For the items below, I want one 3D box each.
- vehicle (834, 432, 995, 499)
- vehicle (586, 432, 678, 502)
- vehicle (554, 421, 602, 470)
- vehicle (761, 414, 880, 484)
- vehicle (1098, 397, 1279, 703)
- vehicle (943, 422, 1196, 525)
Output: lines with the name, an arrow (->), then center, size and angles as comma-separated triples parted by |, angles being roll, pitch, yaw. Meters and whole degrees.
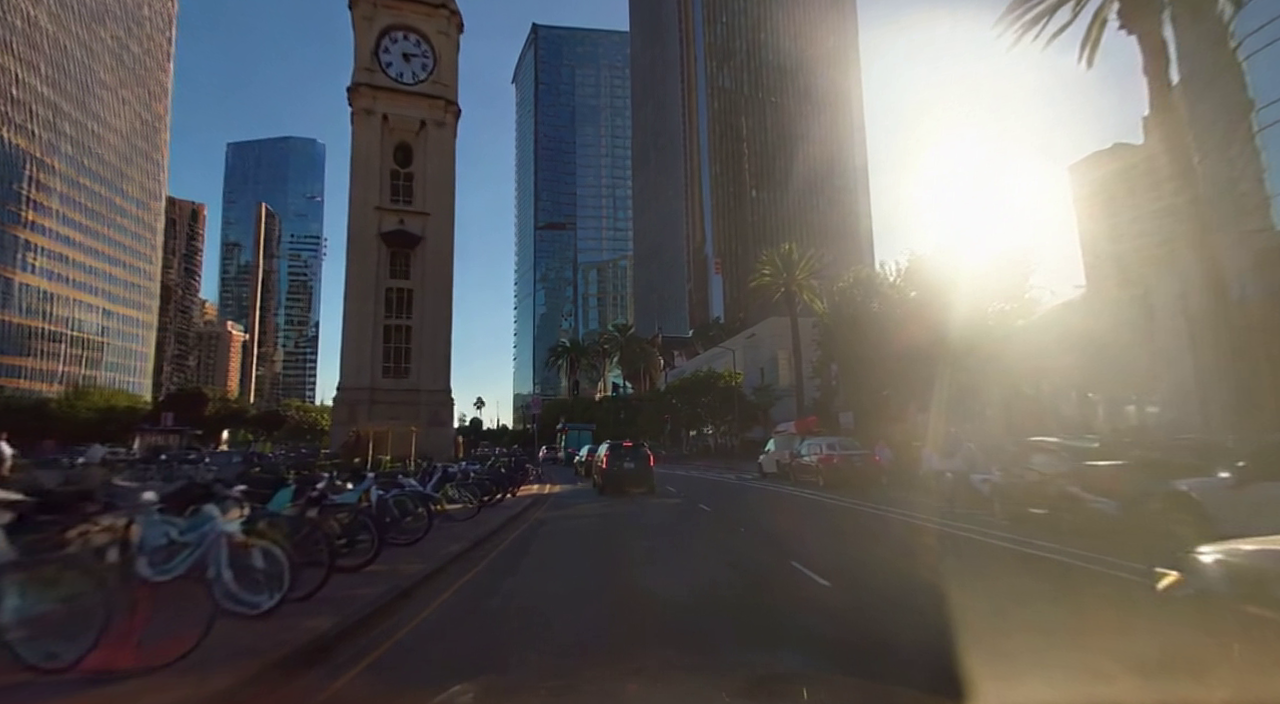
vehicle -> 7.639, 3.189, 18.304 | 1.945, 1.623, 5.013 | 1, -8, -7
vehicle -> -0.338, 2.960, 16.728 | 2.111, 1.605, 3.832 | 1, -8, -5
vehicle -> -4.089, 5.984, 40.701 | 2.400, 2.872, 6.053 | 2, -8, -11
vehicle -> 6.882, 3.791, 24.928 | 2.377, 2.429, 5.532 | 1, -8, -8
vehicle -> 3.515, 0.716, 0.898 | 2.116, 1.500, 4.702 | 0, -8, -2
vehicle -> 8.204, 2.322, 12.676 | 1.860, 1.684, 4.211 | 1, -8, -5
